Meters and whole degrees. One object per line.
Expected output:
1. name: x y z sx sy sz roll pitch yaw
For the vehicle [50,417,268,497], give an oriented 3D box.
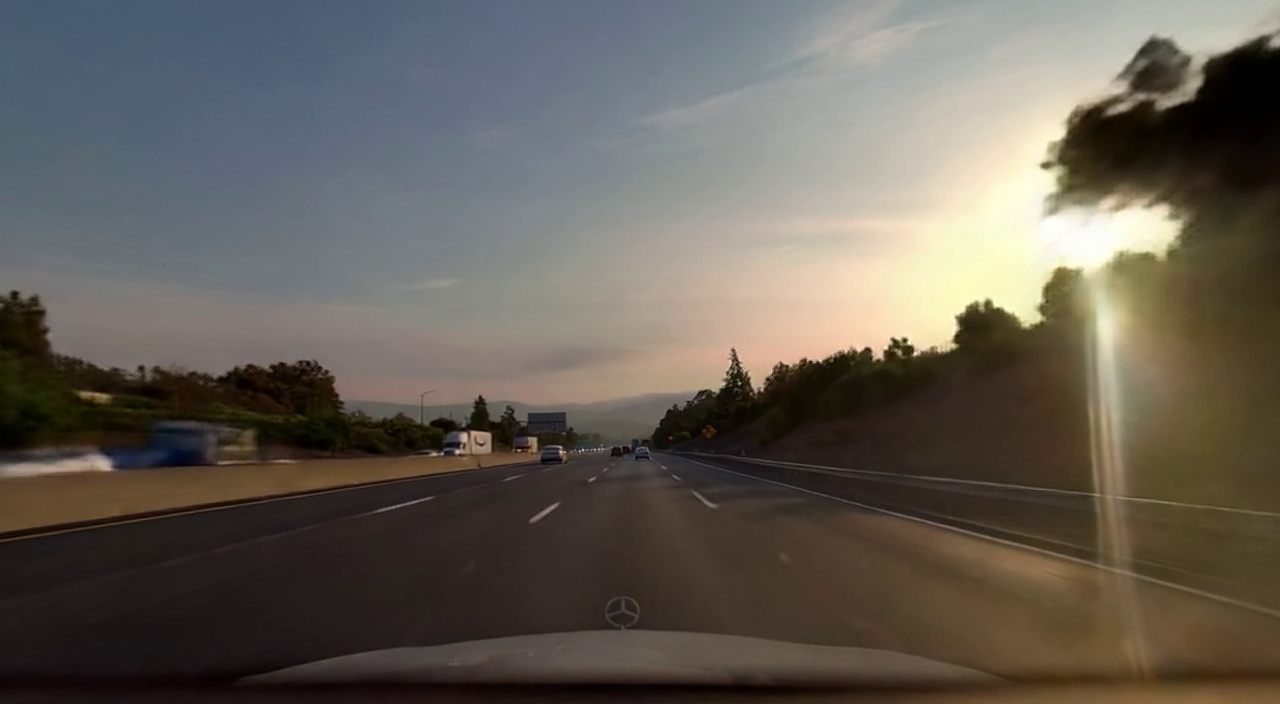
1. vehicle: -19.420 4.336 26.425 2.726 2.788 8.084 0 -9 0
